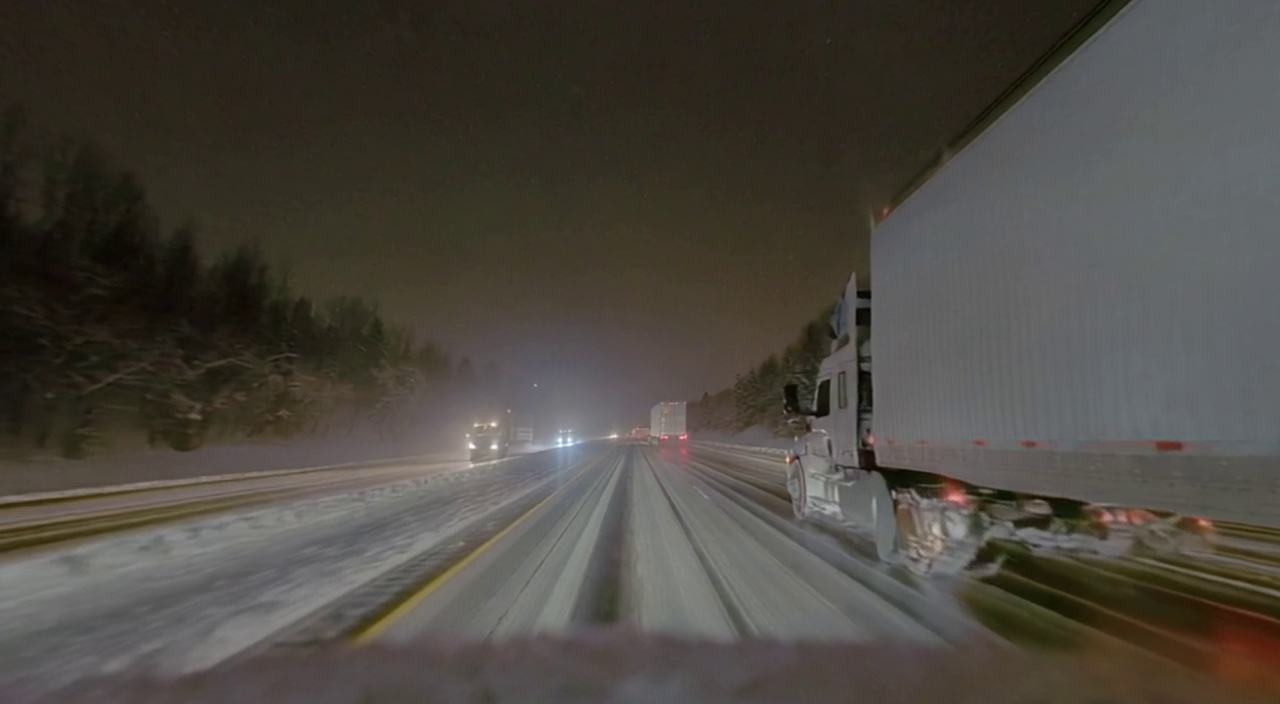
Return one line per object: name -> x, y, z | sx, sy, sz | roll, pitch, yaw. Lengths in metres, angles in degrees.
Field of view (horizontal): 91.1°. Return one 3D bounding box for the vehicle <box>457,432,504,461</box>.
vehicle -> -11.030, 6.519, 43.746 | 2.007, 1.888, 4.537 | 0, -8, 1
